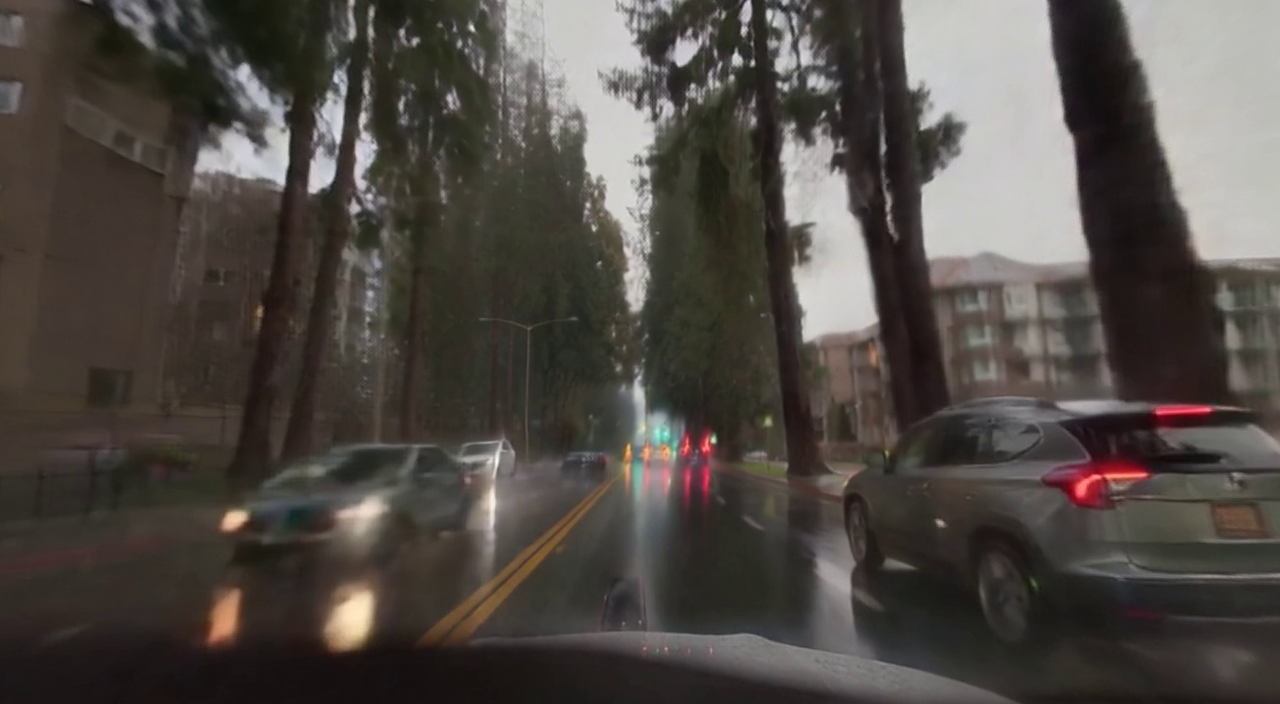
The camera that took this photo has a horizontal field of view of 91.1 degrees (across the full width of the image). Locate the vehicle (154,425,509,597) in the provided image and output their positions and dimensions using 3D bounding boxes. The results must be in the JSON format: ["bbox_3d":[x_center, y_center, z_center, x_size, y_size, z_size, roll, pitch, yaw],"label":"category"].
[{"bbox_3d":[-3.221,1.756,7.882,2.096,1.515,4.481,0,-9,1],"label":"vehicle"}]

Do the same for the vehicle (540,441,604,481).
[{"bbox_3d":[-2.852,4.709,27.406,2.151,1.540,4.673,0,-9,2],"label":"vehicle"}]

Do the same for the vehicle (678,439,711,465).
[{"bbox_3d":[3.922,7.298,45.764,2.069,1.791,4.422,0,-9,1],"label":"vehicle"}]

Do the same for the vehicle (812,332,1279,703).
[{"bbox_3d":[3.329,1.214,5.387,2.219,1.881,5.104,0,-9,0],"label":"vehicle"}]
